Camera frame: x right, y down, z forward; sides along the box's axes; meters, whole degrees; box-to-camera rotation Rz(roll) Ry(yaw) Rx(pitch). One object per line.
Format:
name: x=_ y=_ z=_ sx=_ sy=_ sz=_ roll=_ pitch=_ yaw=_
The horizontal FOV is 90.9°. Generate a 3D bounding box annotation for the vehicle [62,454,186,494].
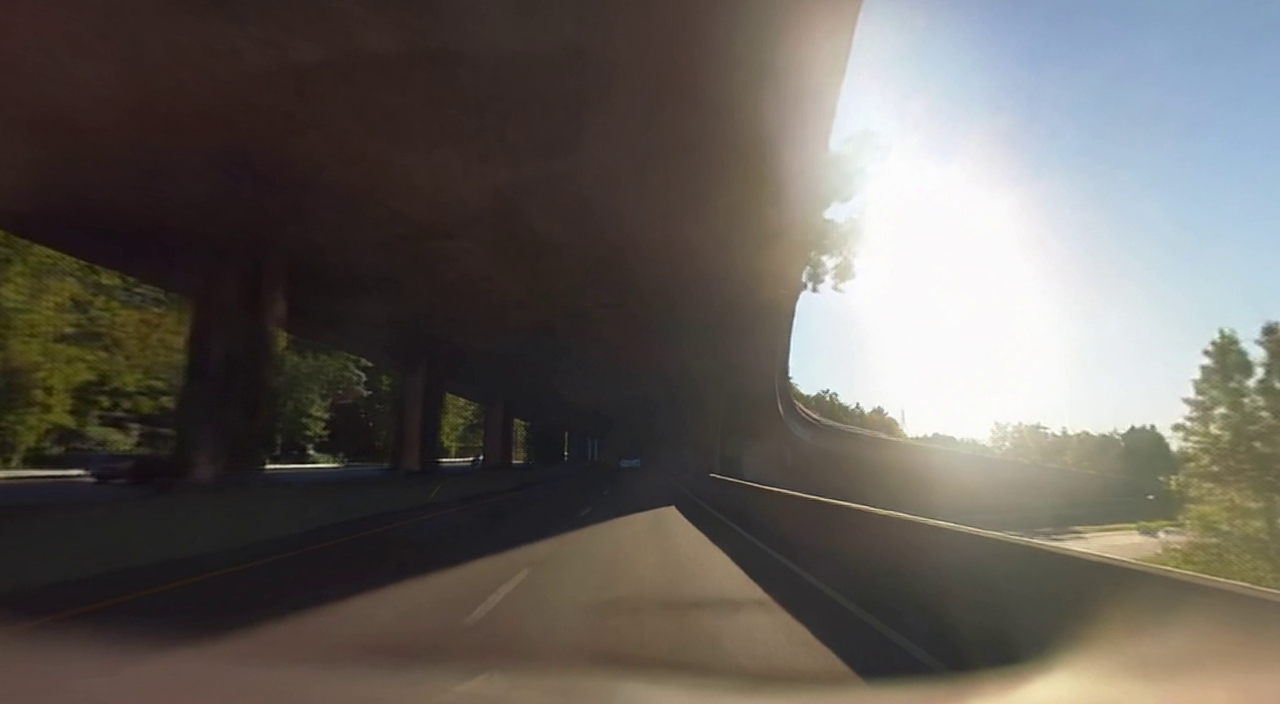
vehicle: x=-23.891 y=5.634 z=29.452 sx=1.817 sy=1.626 sz=4.551 roll=-1 pitch=-9 yaw=2
